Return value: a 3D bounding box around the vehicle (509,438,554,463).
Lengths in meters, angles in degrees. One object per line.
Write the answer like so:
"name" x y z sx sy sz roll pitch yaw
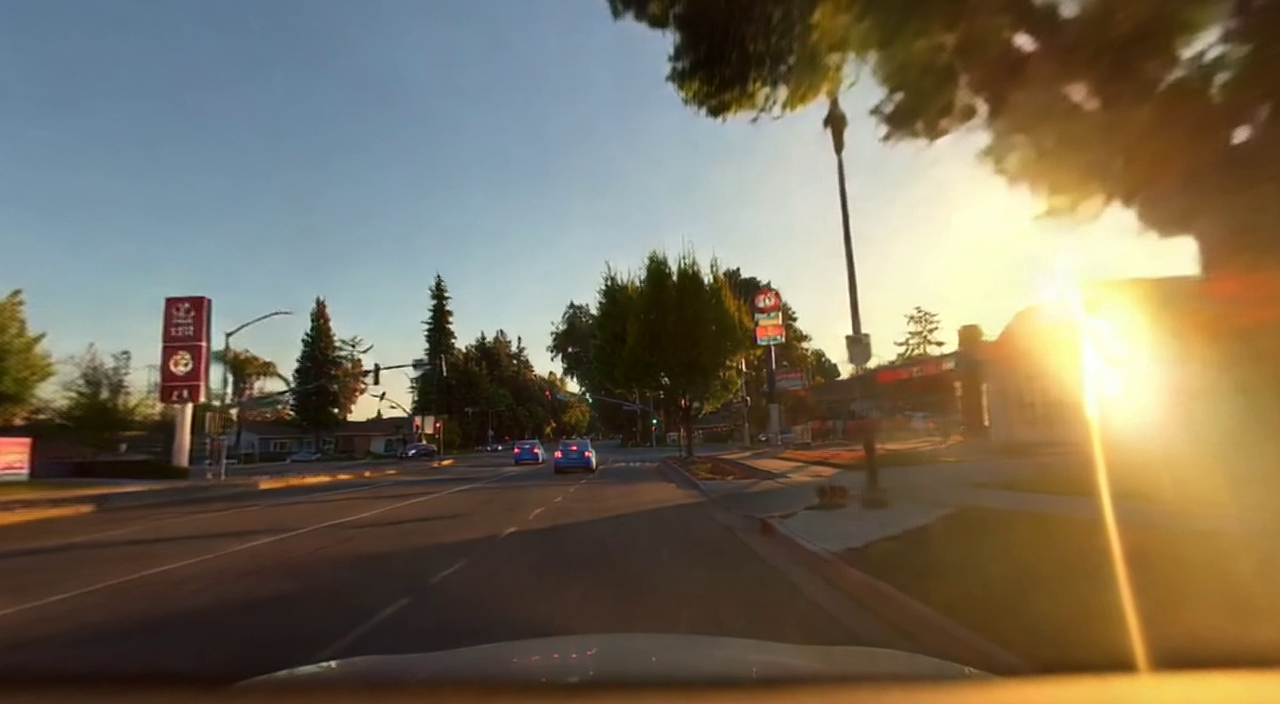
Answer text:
"vehicle" -6.749 6.189 39.779 1.966 1.439 4.161 0 -8 2

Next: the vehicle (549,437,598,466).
"vehicle" -3.478 5.303 33.811 2.054 1.449 4.772 0 -9 1
